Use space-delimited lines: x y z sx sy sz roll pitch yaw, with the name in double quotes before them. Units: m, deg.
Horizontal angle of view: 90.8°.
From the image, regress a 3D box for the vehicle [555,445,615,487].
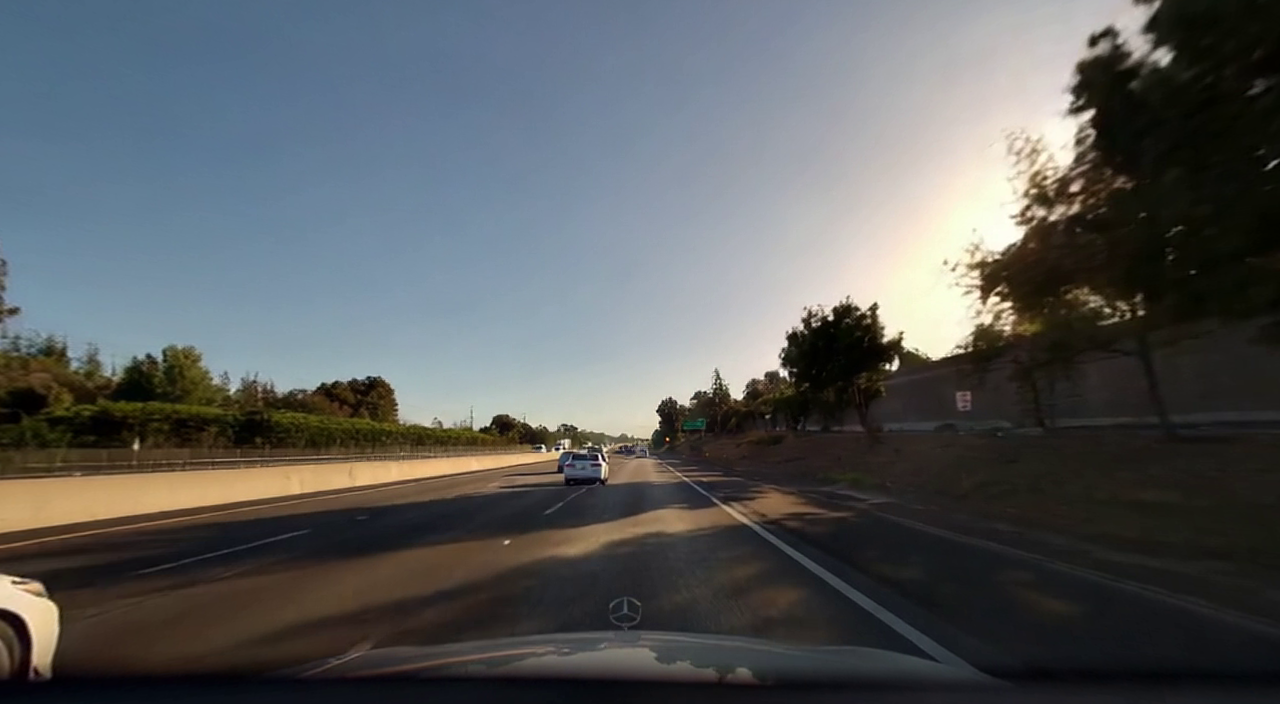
"vehicle" -2.076 4.485 25.012 1.908 1.515 3.871 0 -9 2
